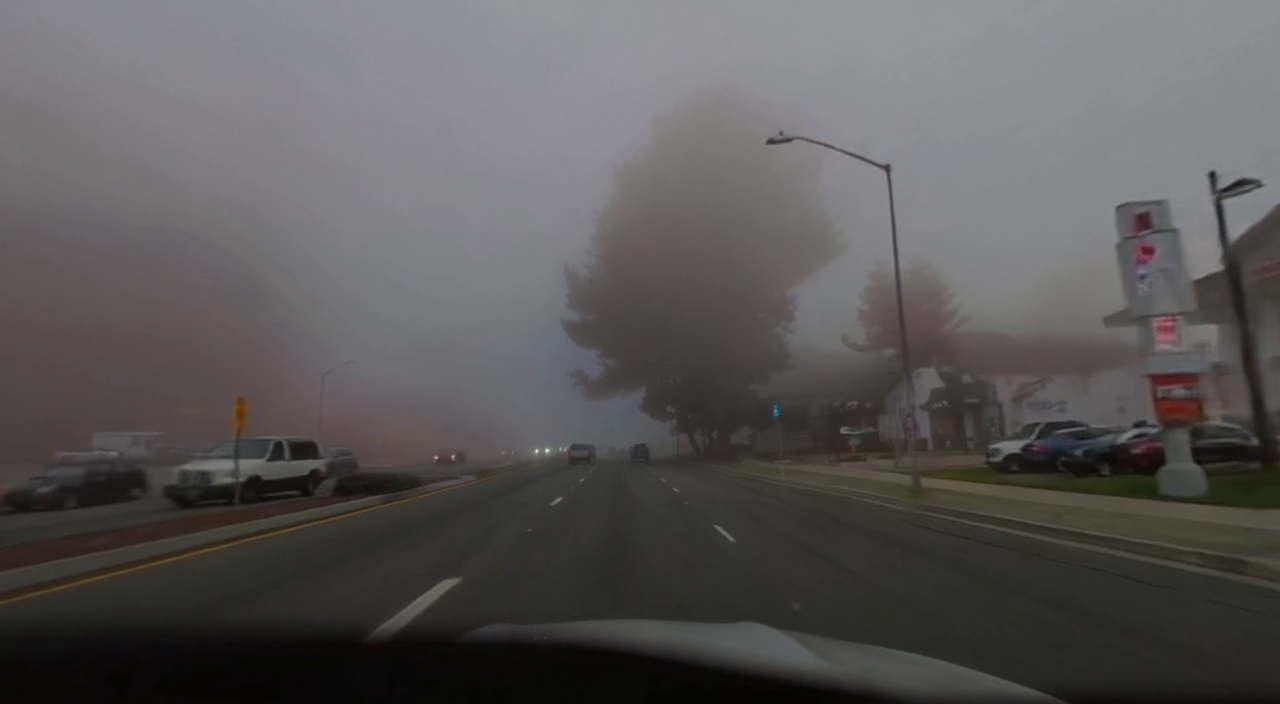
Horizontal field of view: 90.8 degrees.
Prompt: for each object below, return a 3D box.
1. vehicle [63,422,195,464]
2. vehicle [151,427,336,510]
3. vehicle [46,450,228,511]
[{"bbox_3d":[-36.544,6.548,45.414,6.425,2.891,3.186,1,-8,-5],"label":"vehicle"},{"bbox_3d":[-11.134,3.282,18.356,2.229,1.957,5.057,-2,-8,-2],"label":"vehicle"},{"bbox_3d":[-15.012,3.808,19.270,2.045,1.519,4.401,-2,-8,-2],"label":"vehicle"}]
